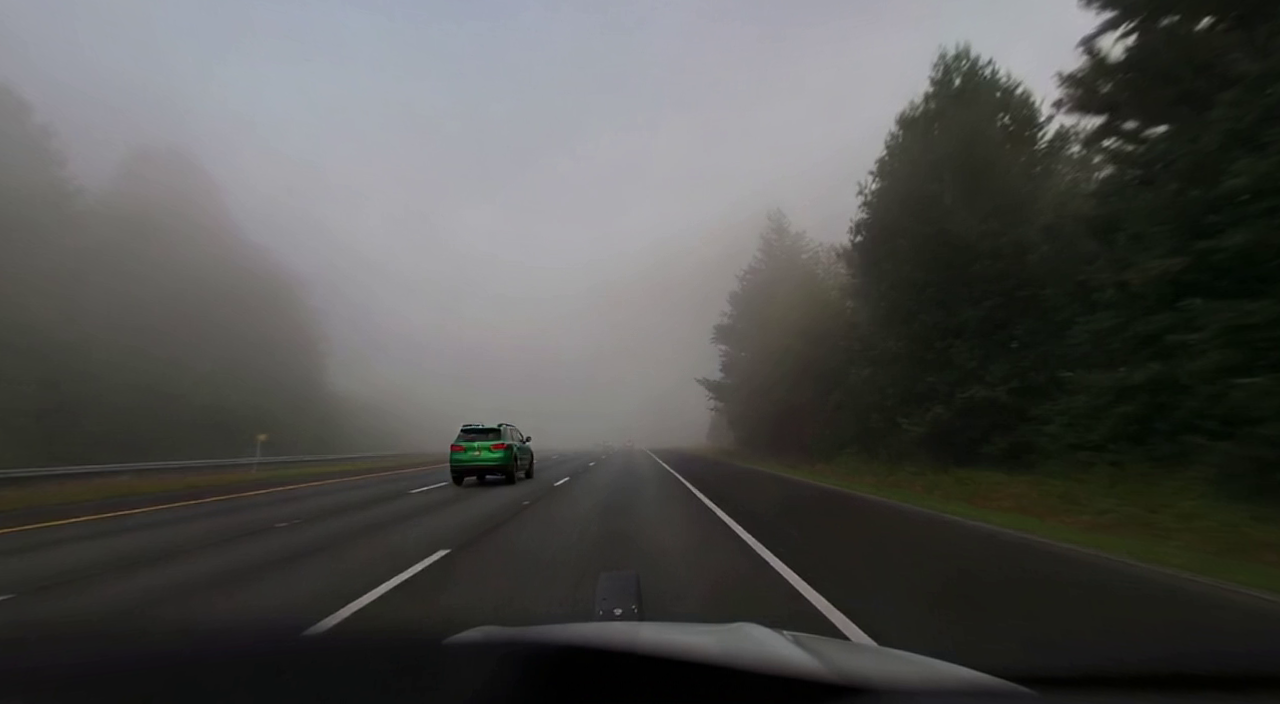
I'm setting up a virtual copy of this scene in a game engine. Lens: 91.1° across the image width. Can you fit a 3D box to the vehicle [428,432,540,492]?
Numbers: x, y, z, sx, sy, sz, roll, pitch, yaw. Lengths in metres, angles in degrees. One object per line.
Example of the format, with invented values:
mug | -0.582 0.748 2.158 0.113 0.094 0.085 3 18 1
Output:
vehicle | -4.271 3.050 17.969 2.063 1.496 4.225 0 -8 1
